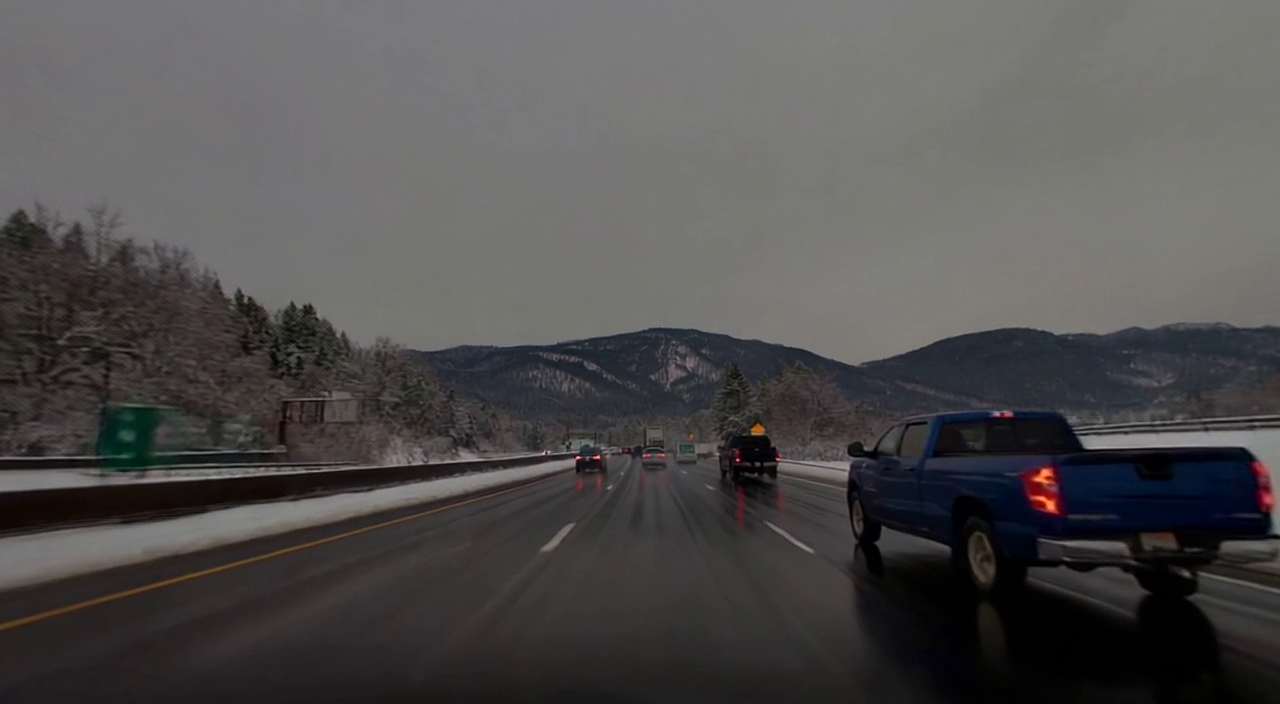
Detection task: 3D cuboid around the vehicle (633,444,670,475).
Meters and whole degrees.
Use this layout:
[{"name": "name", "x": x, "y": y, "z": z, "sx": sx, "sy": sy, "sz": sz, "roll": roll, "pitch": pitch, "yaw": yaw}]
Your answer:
[{"name": "vehicle", "x": 0.583, "y": 6.017, "z": 35.393, "sx": 1.959, "sy": 1.604, "sz": 4.065, "roll": 0, "pitch": -9, "yaw": -1}]

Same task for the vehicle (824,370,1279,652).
[{"name": "vehicle", "x": 3.933, "y": 1.440, "z": 6.896, "sx": 2.229, "sy": 1.837, "sz": 5.387, "roll": -1, "pitch": -9, "yaw": 0}]

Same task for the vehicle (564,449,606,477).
[{"name": "vehicle", "x": -3.224, "y": 6.570, "z": 37.764, "sx": 2.109, "sy": 1.530, "sz": 4.646, "roll": -1, "pitch": -9, "yaw": 0}]

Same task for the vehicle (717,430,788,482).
[{"name": "vehicle", "x": 4.610, "y": 4.346, "z": 26.530, "sx": 2.057, "sy": 1.958, "sz": 4.495, "roll": 0, "pitch": -9, "yaw": -1}]
